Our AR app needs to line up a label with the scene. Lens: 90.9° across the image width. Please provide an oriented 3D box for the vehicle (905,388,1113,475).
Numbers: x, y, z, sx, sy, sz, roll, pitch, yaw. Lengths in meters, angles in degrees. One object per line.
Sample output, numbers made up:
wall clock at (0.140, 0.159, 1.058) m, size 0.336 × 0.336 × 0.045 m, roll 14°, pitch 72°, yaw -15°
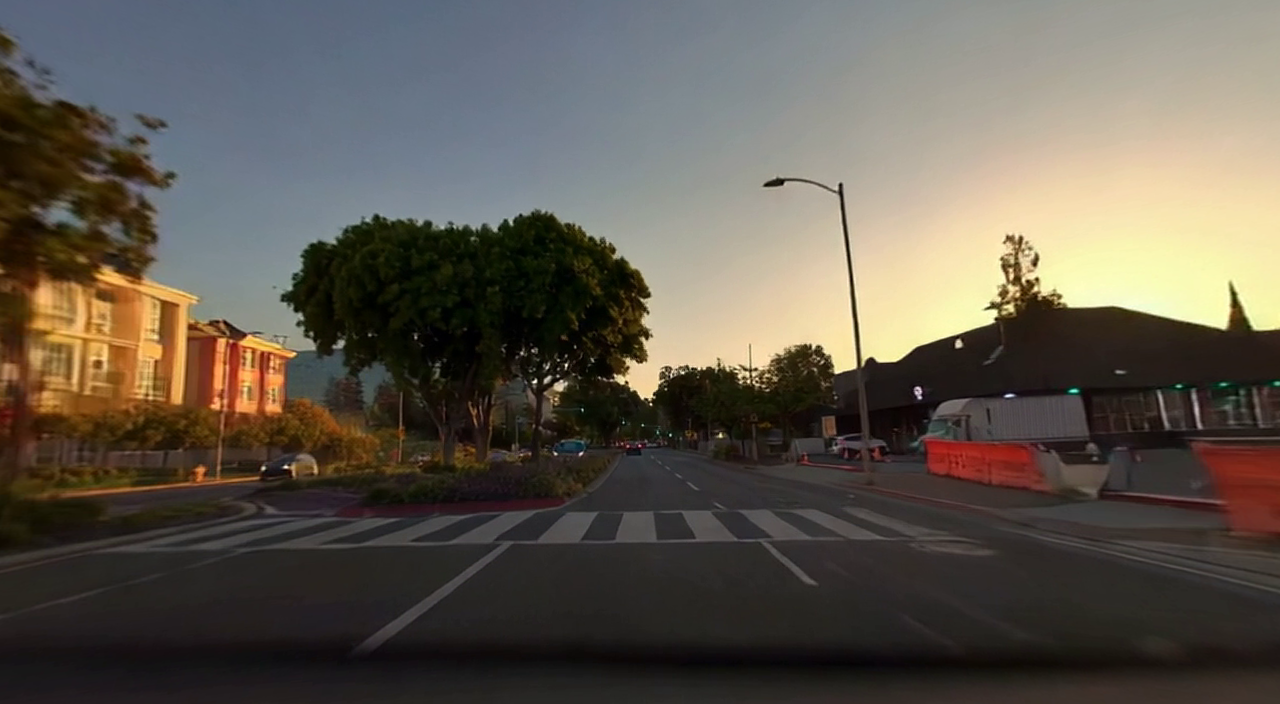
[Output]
vehicle at (15.498, 3.394, 26.930) m, size 6.641 × 3.391 × 3.387 m, roll 0°, pitch -9°, yaw -3°

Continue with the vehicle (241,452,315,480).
vehicle at (-20.909, 6.575, 36.598) m, size 1.794 × 1.463 × 4.332 m, roll 0°, pitch -8°, yaw -1°

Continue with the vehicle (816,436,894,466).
vehicle at (12.284, 5.651, 36.309) m, size 1.948 × 1.466 × 4.520 m, roll -1°, pitch -7°, yaw -16°
